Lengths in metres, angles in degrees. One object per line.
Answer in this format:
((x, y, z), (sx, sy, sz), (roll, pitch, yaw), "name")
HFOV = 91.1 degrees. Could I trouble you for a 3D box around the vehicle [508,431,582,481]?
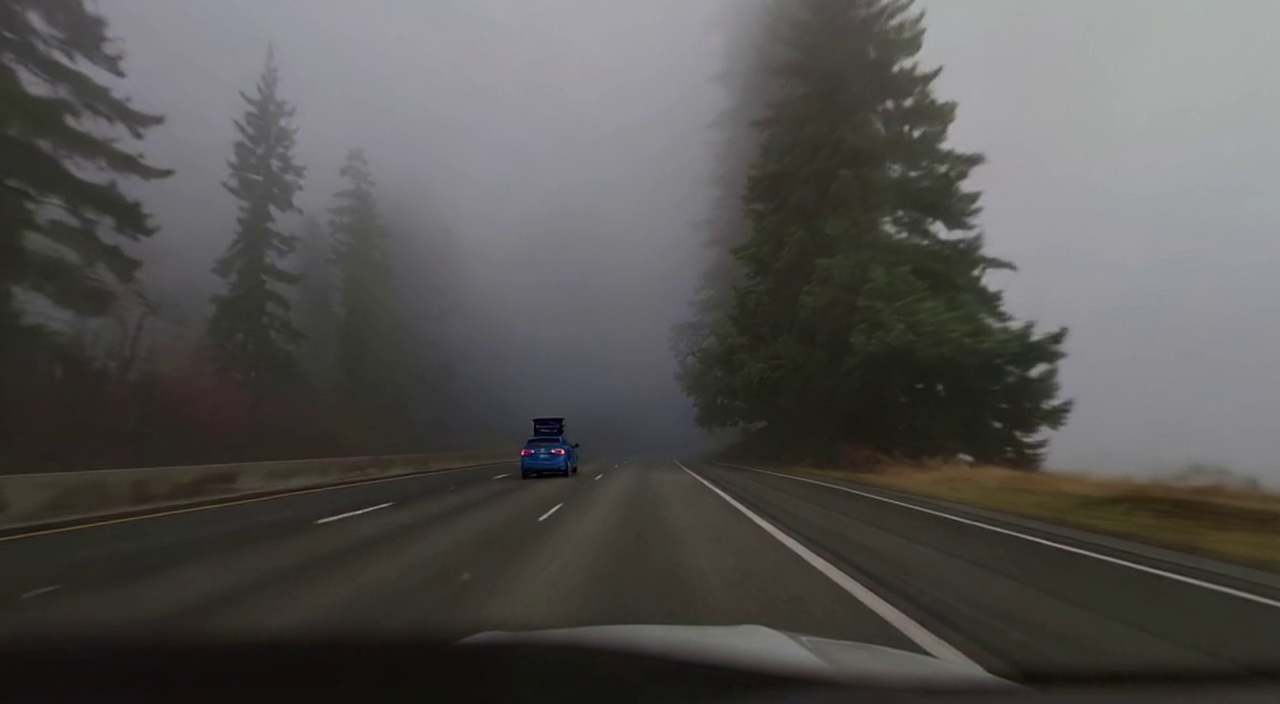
((-3.583, 4.024, 24.625), (2.084, 1.752, 4.479), (-1, -8, 2), "vehicle")
